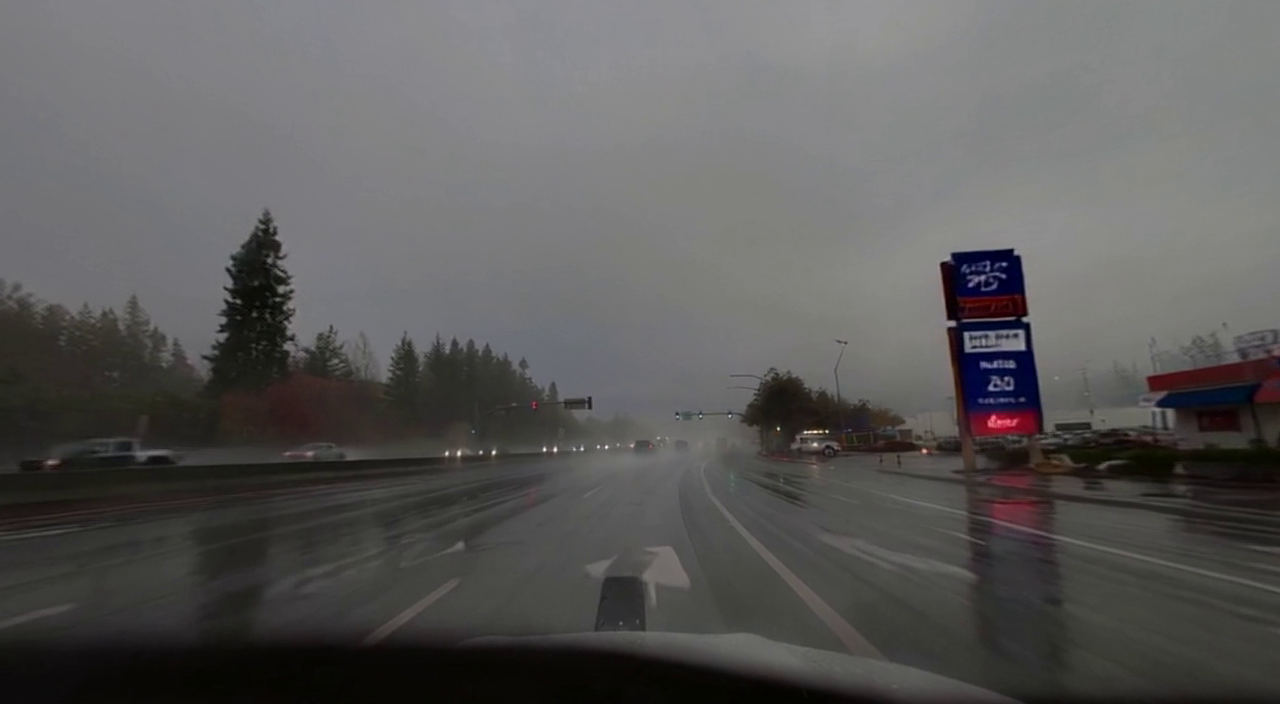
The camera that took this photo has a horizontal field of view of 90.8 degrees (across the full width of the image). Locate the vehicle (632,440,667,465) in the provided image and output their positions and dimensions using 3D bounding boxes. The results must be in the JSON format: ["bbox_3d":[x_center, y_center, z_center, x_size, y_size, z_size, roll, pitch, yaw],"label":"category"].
[{"bbox_3d":[0.760,7.504,47.326,2.139,1.782,4.079,-1,-8,7],"label":"vehicle"}]

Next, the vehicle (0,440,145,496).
[{"bbox_3d":[-17.966,3.431,19.092,1.941,1.475,4.722,-1,-8,4],"label":"vehicle"}]

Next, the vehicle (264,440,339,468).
[{"bbox_3d":[-22.086,6.652,41.442,2.090,1.720,4.470,-1,-8,7],"label":"vehicle"}]
